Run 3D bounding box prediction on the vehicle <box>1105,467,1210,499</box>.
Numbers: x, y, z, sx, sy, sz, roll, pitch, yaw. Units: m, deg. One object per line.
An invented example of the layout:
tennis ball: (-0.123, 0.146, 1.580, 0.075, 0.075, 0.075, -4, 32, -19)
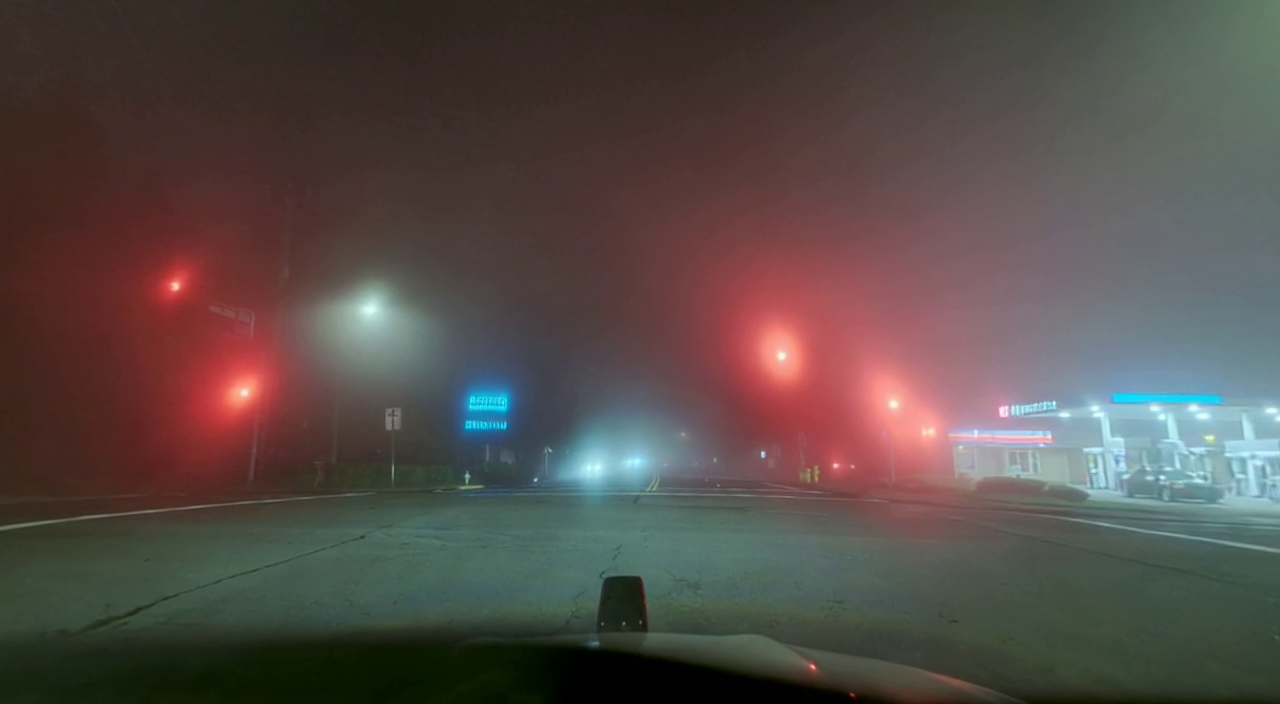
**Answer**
vehicle: (28.013, 7.065, 34.354, 1.897, 1.466, 4.211, 1, -8, -6)
